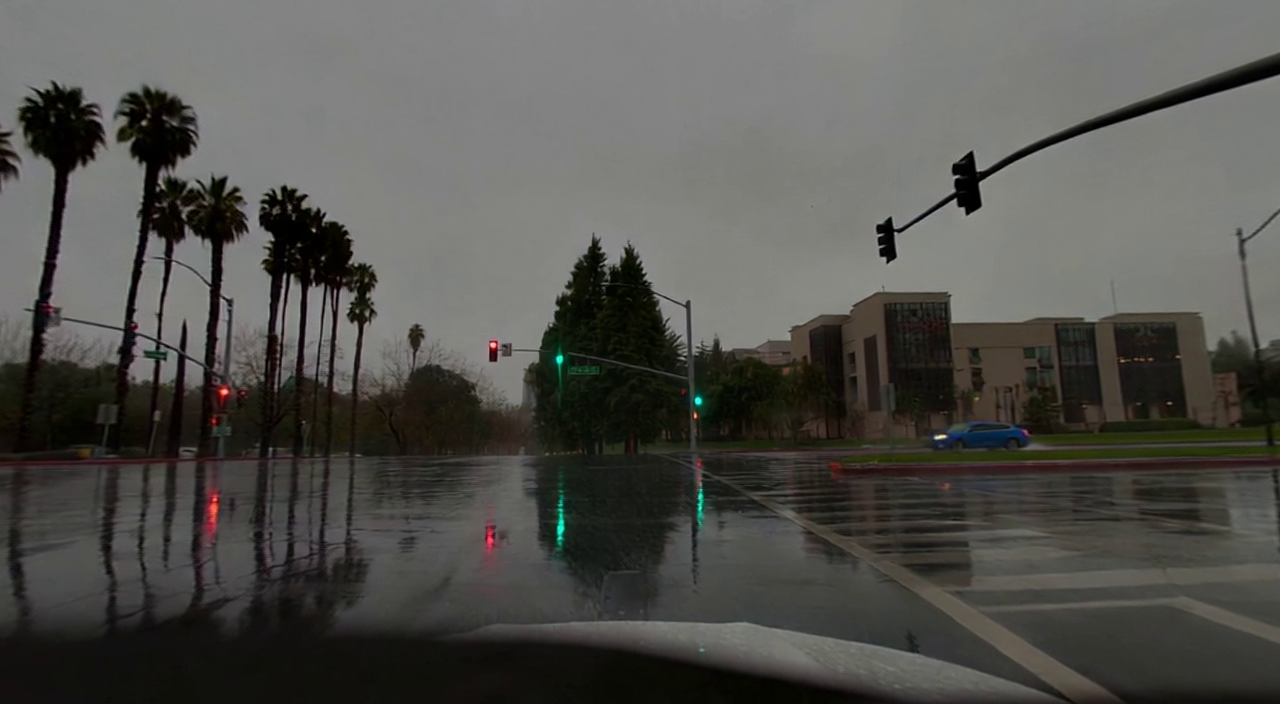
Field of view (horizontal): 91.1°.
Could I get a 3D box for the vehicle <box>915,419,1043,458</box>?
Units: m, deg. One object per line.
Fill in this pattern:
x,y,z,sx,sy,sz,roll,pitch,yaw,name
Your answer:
15.794,4.063,29.439,4.820,1.751,2.050,0,-8,-2,vehicle
